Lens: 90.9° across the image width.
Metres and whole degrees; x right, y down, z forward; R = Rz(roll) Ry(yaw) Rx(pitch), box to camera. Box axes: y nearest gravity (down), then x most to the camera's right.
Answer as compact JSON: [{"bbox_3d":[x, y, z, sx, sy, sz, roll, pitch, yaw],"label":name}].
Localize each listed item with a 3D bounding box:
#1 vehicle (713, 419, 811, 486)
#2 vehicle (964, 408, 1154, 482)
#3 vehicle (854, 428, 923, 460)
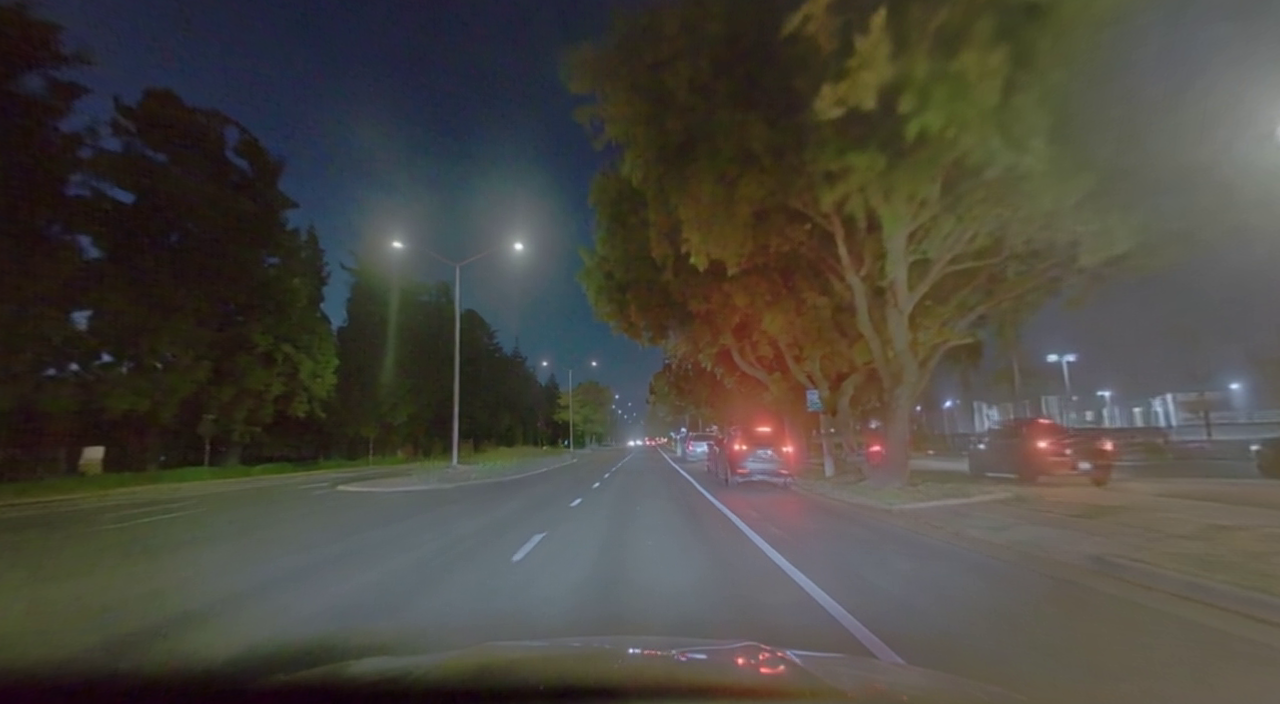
[{"bbox_3d":[3.641,3.090,19.697,2.144,1.848,4.159,0,-8,-1],"label":"vehicle"},{"bbox_3d":[11.473,2.595,17.789,2.220,1.798,4.427,0,-8,-1],"label":"vehicle"},{"bbox_3d":[14.474,5.404,37.096,2.227,1.720,4.959,0,-8,3],"label":"vehicle"}]
